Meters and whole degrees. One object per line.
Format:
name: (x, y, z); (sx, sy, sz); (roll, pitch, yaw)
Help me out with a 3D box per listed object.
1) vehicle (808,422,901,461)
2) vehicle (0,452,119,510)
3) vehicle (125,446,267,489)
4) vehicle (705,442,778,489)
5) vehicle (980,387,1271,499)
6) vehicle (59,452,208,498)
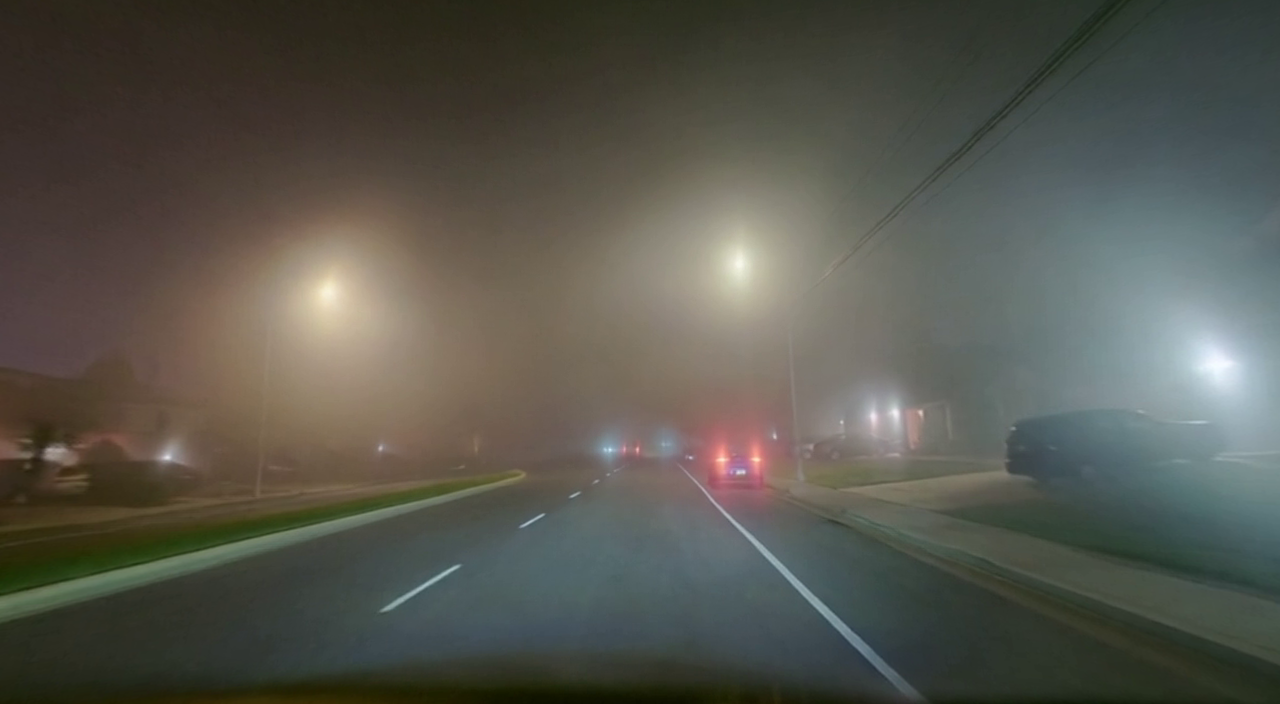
vehicle: (11.445, 4.752, 33.638); (4.591, 1.867, 2.057); (3, -11, -30)
vehicle: (-20.945, 4.264, 21.173); (4.910, 1.660, 2.264); (1, -9, 3)
vehicle: (-21.117, 5.503, 30.241); (4.912, 1.936, 2.355); (0, -8, -2)
vehicle: (3.429, 3.915, 22.155); (2.016, 1.477, 4.207); (0, -8, 2)
vehicle: (10.026, 1.881, 13.308); (4.463, 1.765, 1.960); (-5, -8, -5)
vehicle: (-20.666, 5.007, 25.882); (4.505, 1.501, 1.953); (2, -9, 6)
